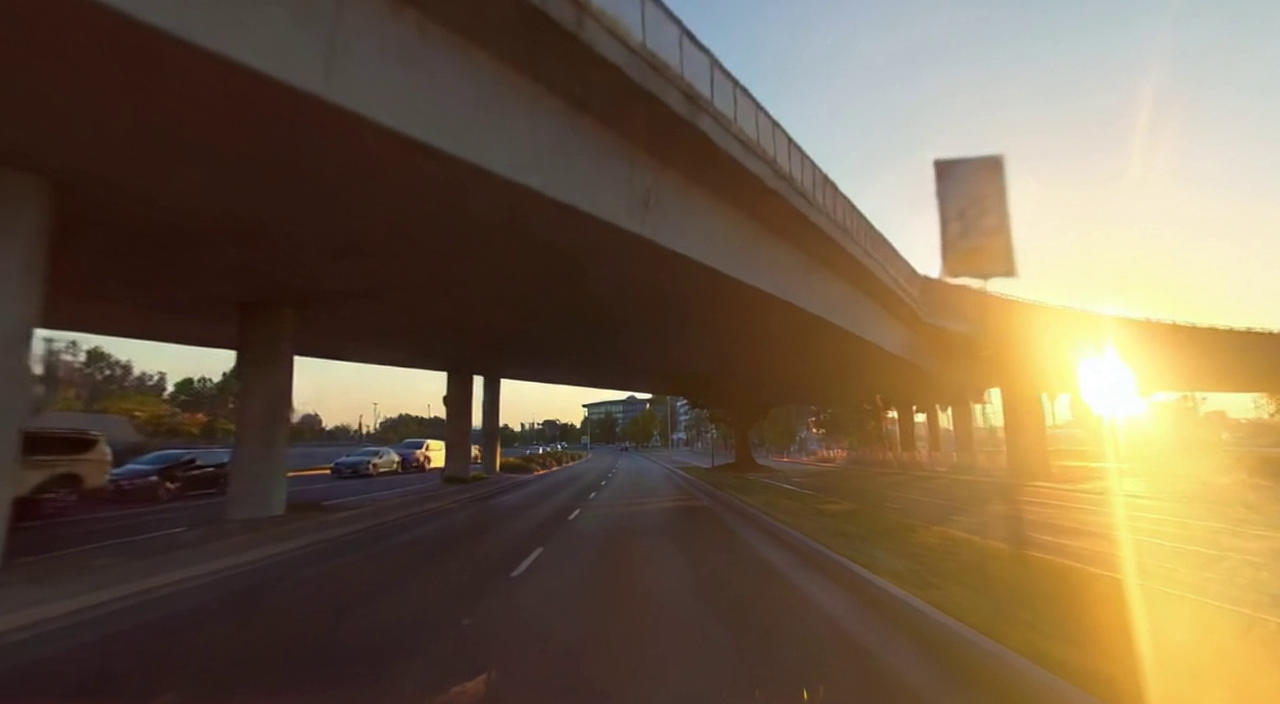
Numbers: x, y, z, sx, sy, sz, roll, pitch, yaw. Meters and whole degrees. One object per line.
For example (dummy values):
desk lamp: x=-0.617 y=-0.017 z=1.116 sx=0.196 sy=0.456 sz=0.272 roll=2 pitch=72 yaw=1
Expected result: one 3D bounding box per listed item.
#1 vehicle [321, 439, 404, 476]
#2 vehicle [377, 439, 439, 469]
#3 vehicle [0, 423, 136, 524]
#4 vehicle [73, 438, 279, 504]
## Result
vehicle: x=-12.889 y=4.902 z=29.721 sx=1.907 sy=1.553 sz=4.683 roll=0 pitch=-8 yaw=-2
vehicle: x=-13.134 y=5.786 z=36.081 sx=1.961 sy=1.576 sz=4.131 roll=0 pitch=-8 yaw=0
vehicle: x=-12.811 y=2.229 z=11.767 sx=2.064 sy=1.809 sz=5.545 roll=2 pitch=-8 yaw=2
vehicle: x=-12.855 y=3.278 z=18.078 sx=2.074 sy=1.529 sz=5.079 roll=2 pitch=-8 yaw=-1
